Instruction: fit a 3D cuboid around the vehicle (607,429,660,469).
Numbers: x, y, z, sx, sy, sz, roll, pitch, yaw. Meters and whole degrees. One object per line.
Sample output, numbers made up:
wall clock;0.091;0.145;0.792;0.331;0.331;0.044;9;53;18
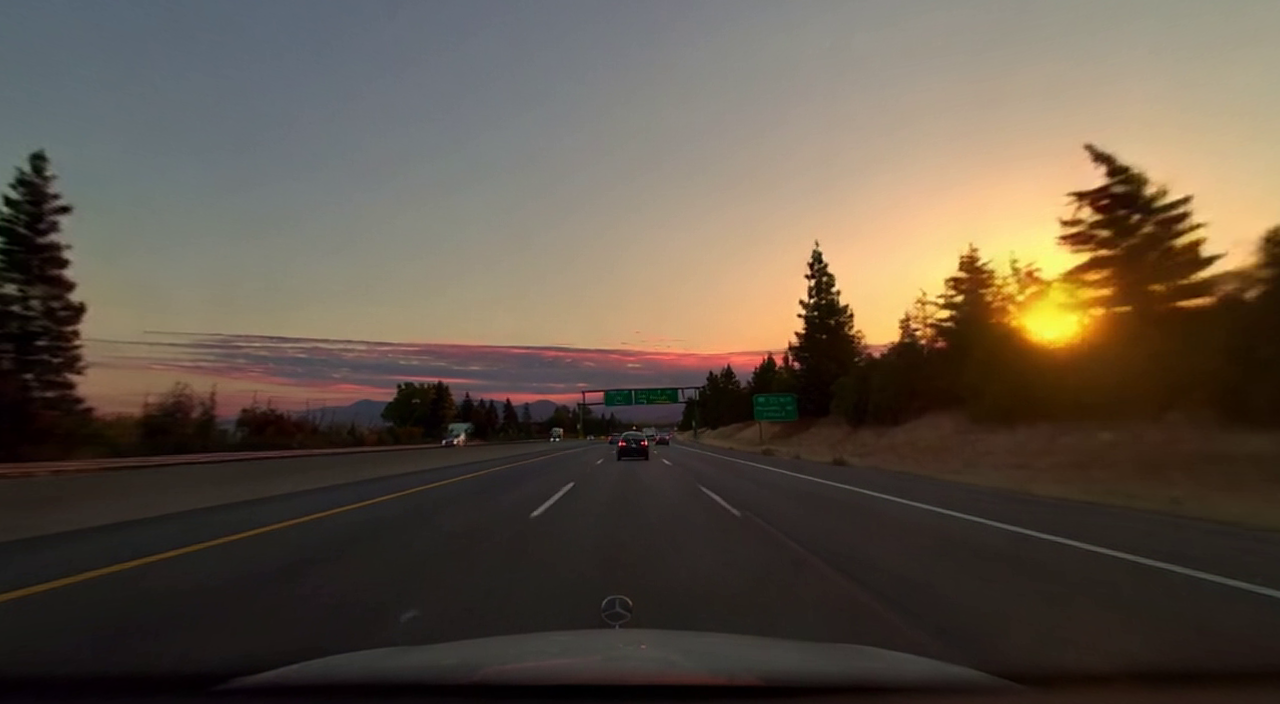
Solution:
vehicle;-0.307;4.127;27.015;2.094;1.600;3.666;0;-8;-1
